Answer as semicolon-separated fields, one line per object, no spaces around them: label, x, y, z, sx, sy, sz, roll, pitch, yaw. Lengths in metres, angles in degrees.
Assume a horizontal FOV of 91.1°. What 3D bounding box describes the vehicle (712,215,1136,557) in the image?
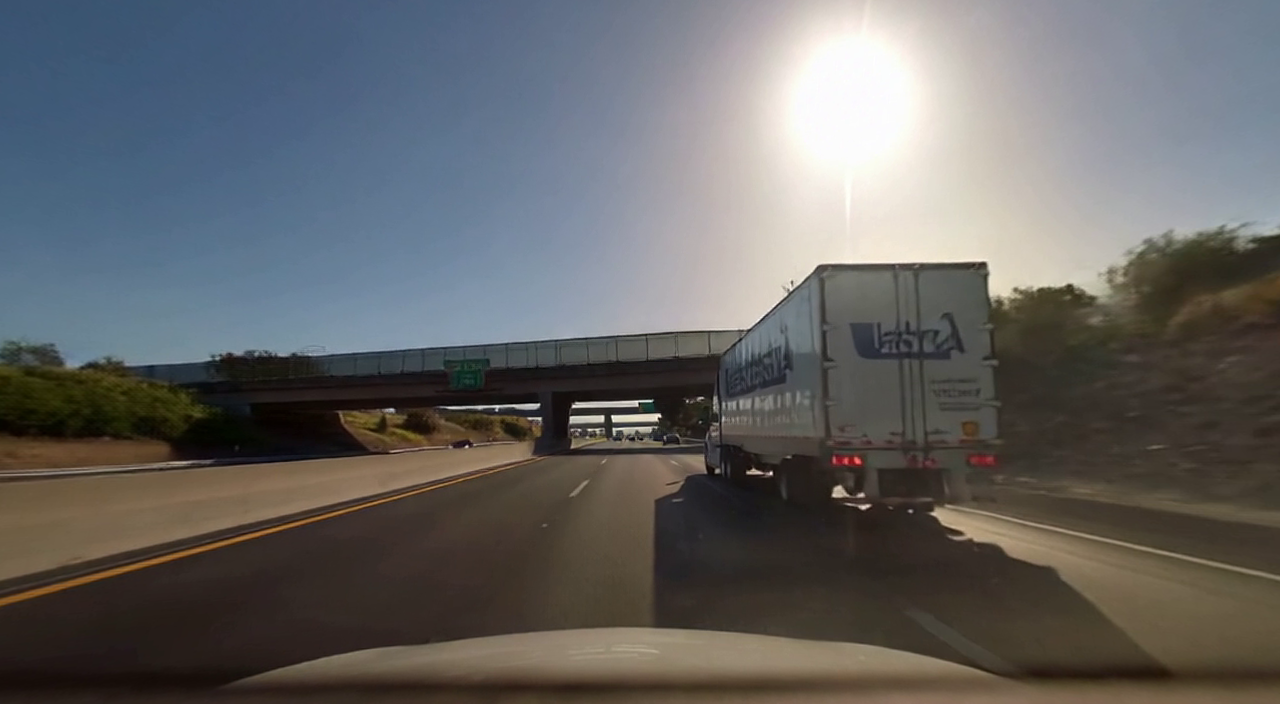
vehicle;4.052;1.270;14.284;2.920;4.029;13.900;0;-8;-1
